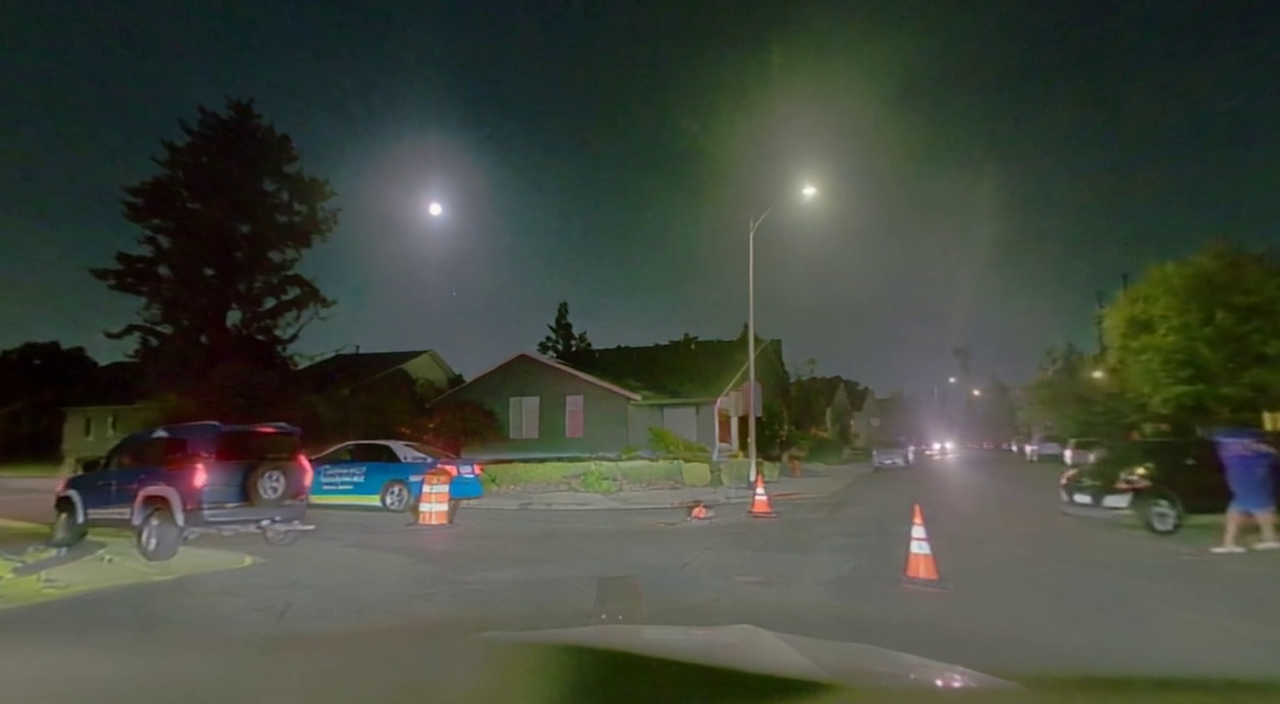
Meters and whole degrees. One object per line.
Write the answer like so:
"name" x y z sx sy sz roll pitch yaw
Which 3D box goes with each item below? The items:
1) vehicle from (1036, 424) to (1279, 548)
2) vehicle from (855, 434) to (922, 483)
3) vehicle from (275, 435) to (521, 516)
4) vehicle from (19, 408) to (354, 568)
"vehicle" 9.039 1.910 9.616 4.656 1.577 2.099 0 -8 -6
"vehicle" 9.923 4.178 25.041 2.014 1.742 4.297 -4 -9 26
"vehicle" -5.338 2.651 14.036 4.710 1.515 2.400 -4 -9 24
"vehicle" -6.494 1.800 9.070 4.094 1.748 2.350 -5 -10 31
